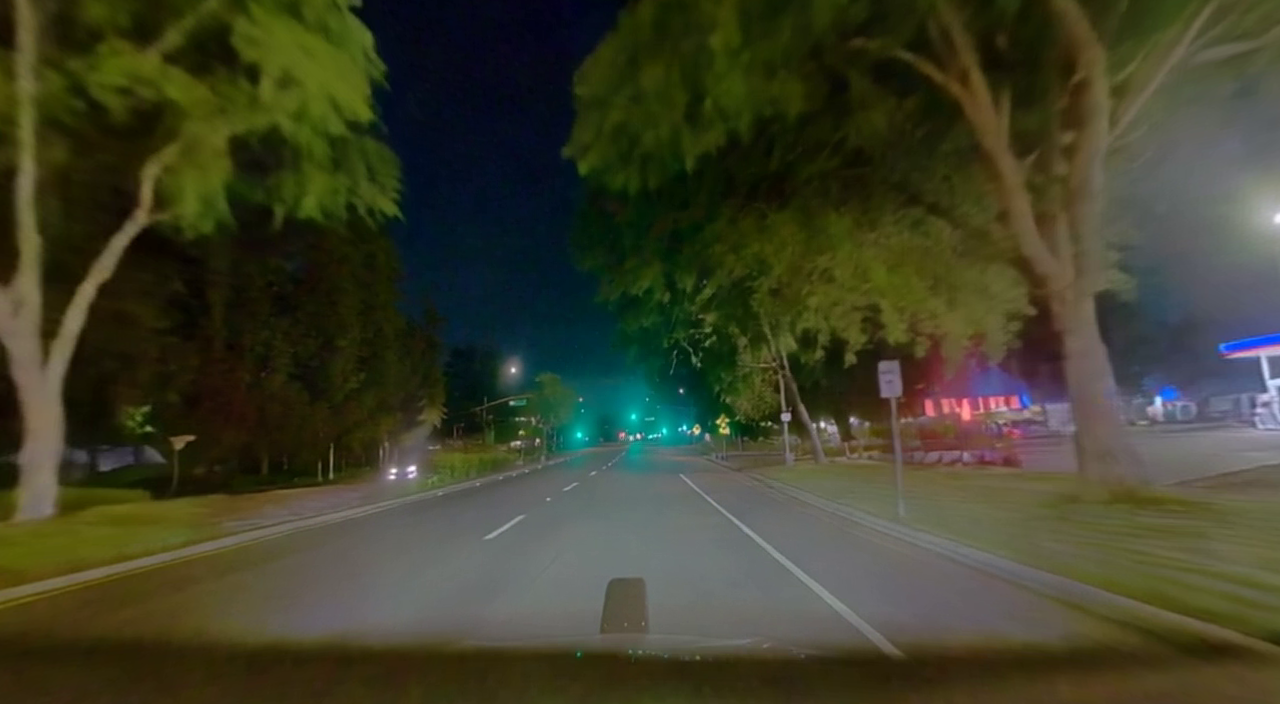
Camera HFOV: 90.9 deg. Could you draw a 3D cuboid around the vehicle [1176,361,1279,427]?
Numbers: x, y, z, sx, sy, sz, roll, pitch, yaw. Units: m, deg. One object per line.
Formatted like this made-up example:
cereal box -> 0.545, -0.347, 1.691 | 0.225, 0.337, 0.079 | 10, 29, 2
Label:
vehicle -> 41.294, 2.453, 41.136 | 8.935, 3.546, 2.885 | -14, -10, 37
